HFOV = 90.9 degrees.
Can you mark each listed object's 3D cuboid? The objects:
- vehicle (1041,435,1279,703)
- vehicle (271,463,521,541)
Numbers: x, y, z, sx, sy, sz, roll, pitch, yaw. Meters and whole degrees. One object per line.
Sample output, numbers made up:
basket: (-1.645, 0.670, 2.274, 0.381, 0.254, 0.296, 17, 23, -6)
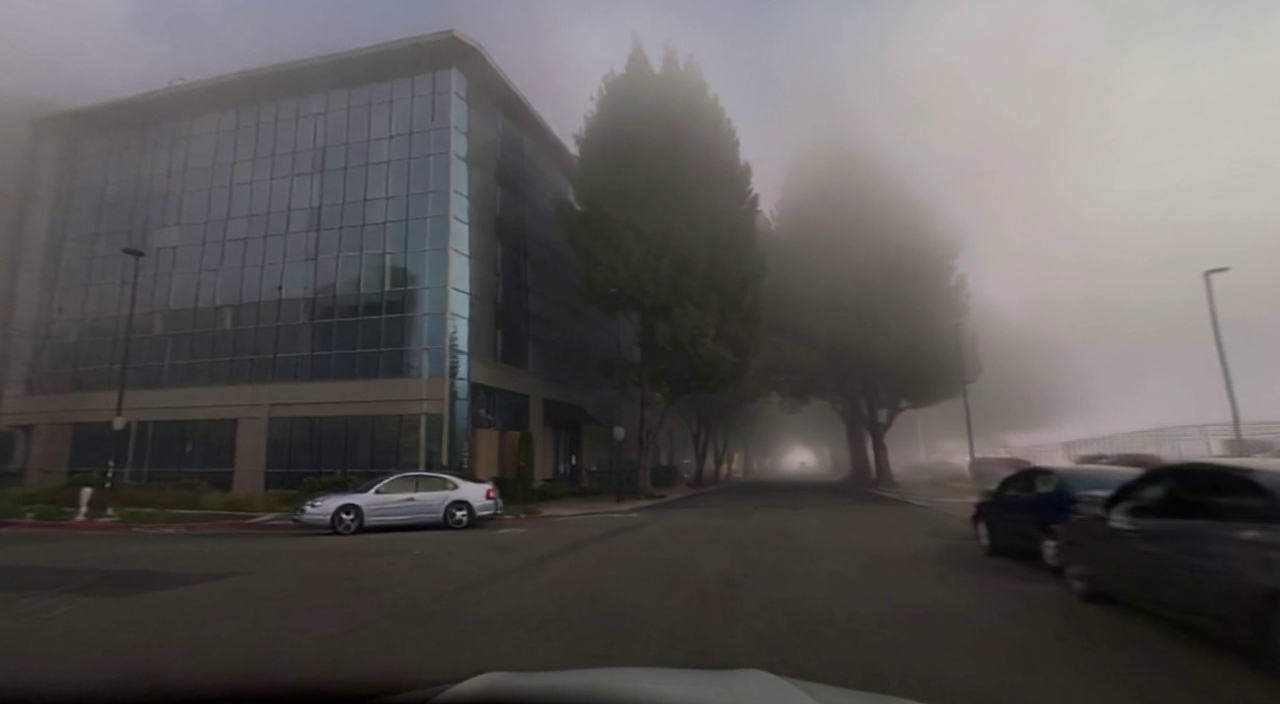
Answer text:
vehicle: (4.434, 1.268, 3.743, 2.073, 1.434, 3.899, -1, -11, 11)
vehicle: (-5.278, 3.246, 13.957, 4.770, 1.448, 1.983, 6, -12, -26)
